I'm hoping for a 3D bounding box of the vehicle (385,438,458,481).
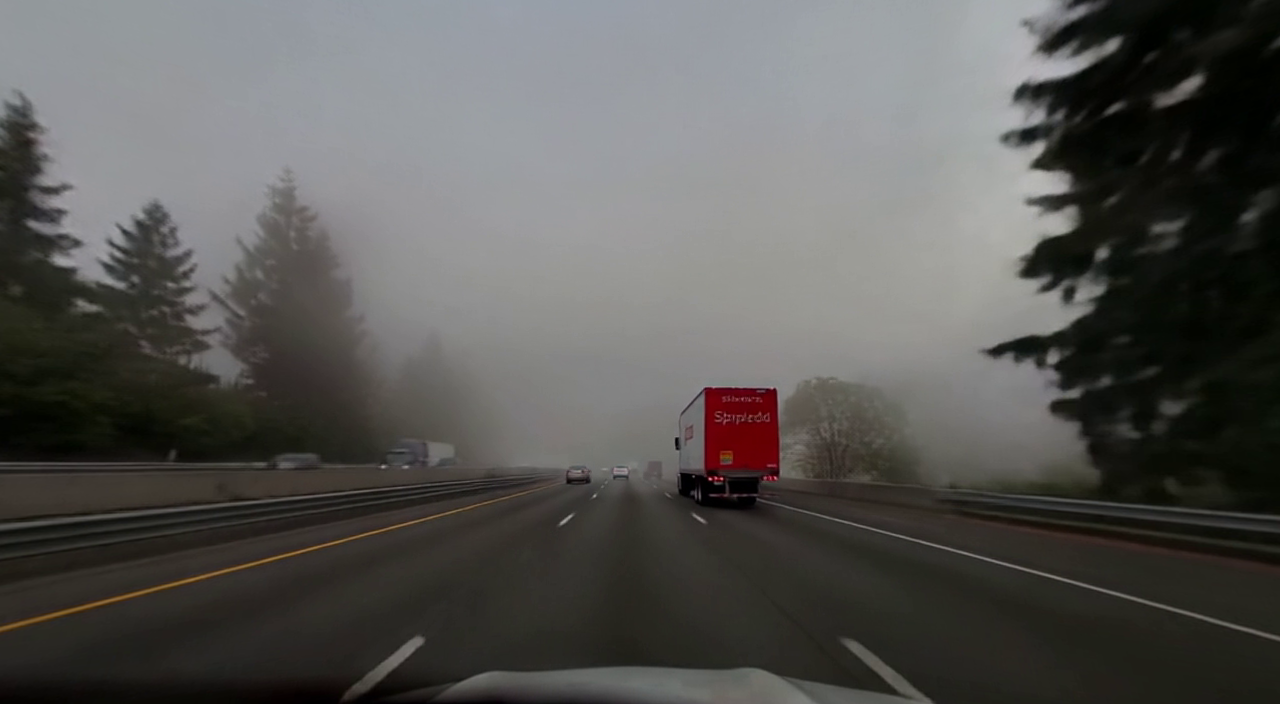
[{"bbox_3d":[-13.549,6.808,39.604,2.371,2.442,6.351,1,-10,-2],"label":"vehicle"}]

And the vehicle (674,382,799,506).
[{"bbox_3d":[3.776,4.476,29.190,2.992,4.300,13.967,1,-10,-2],"label":"vehicle"}]

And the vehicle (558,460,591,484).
[{"bbox_3d":[-4.961,9.106,48.027,2.155,1.667,4.615,1,-10,-2],"label":"vehicle"}]
